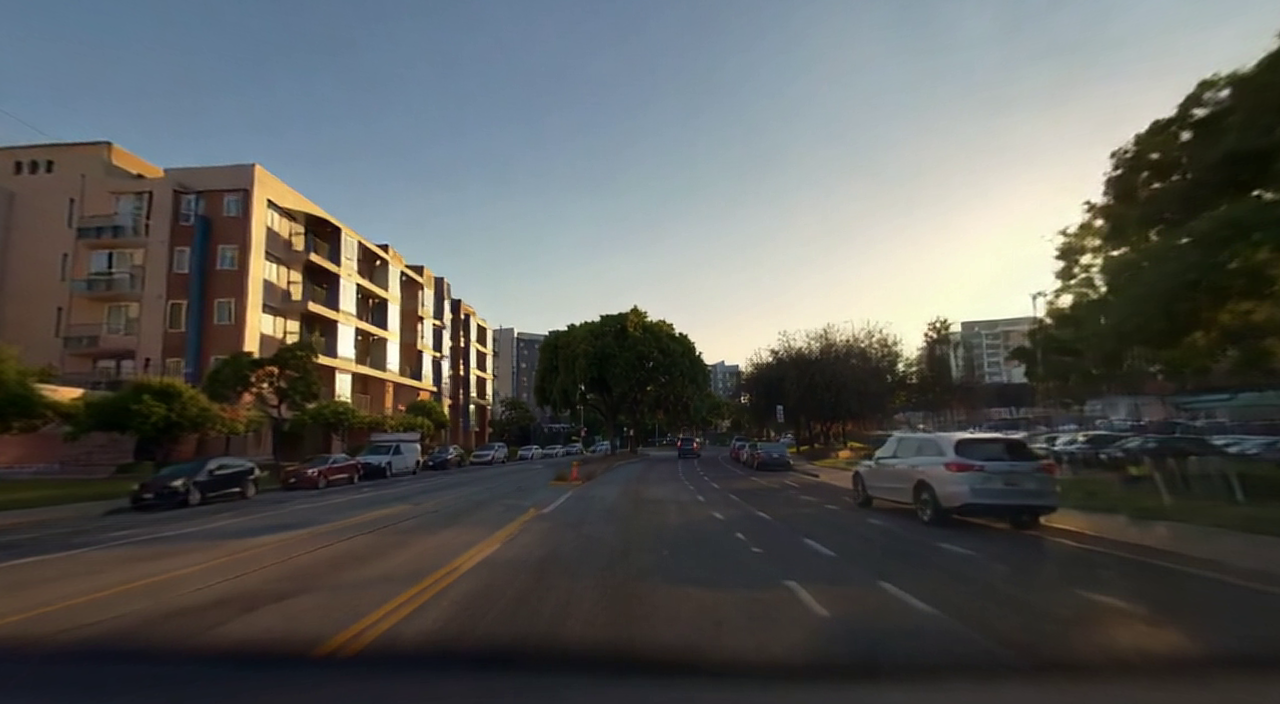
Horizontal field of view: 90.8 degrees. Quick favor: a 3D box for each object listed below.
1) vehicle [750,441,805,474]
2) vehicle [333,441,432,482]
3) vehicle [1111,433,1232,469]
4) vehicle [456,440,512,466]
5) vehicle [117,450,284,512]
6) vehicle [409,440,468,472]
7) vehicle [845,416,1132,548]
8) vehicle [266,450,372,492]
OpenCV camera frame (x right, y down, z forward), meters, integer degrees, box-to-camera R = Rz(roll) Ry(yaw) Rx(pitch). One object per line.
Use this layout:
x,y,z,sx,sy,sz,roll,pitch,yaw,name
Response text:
6.674,5.170,31.177,1.947,1.487,4.549,0,-8,3,vehicle
-12.454,5.296,31.106,2.290,1.799,5.801,0,-8,1,vehicle
22.755,4.232,27.250,1.797,1.425,3.794,0,-8,-3,vehicle
-11.652,7.553,47.626,2.137,1.835,5.833,-1,-8,7,vehicle
-12.248,3.580,17.978,1.926,1.499,3.869,0,-8,0,vehicle
-12.254,6.299,38.682,2.001,1.836,4.471,0,-8,2,vehicle
5.646,2.165,11.405,2.102,1.781,5.470,0,-8,1,vehicle
-12.338,4.566,24.638,1.723,1.418,4.359,0,-8,2,vehicle
